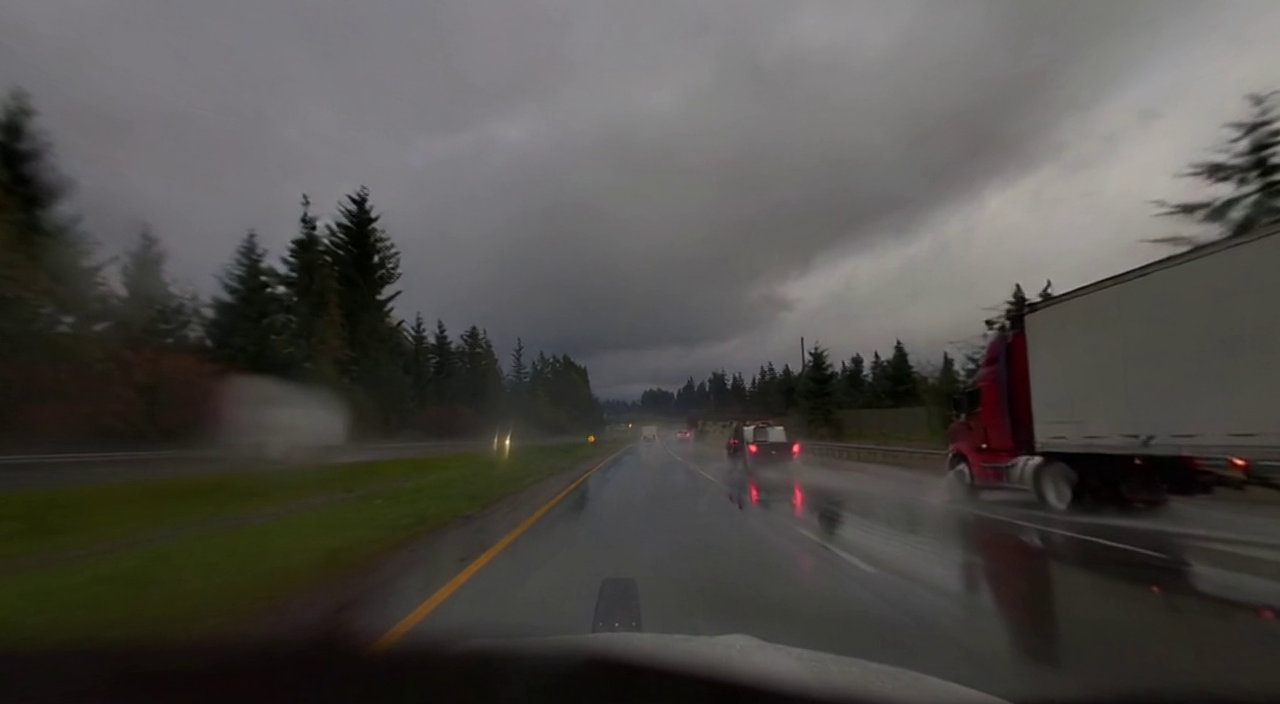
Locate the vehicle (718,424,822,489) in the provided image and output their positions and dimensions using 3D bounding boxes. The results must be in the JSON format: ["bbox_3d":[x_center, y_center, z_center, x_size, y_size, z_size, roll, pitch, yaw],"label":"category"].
[{"bbox_3d":[3.694,3.041,18.801,2.011,1.672,4.415,0,-8,-2],"label":"vehicle"}]

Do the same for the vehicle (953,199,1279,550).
[{"bbox_3d":[9.259,0.295,7.678,3.440,4.093,13.944,0,-8,-1],"label":"vehicle"}]
